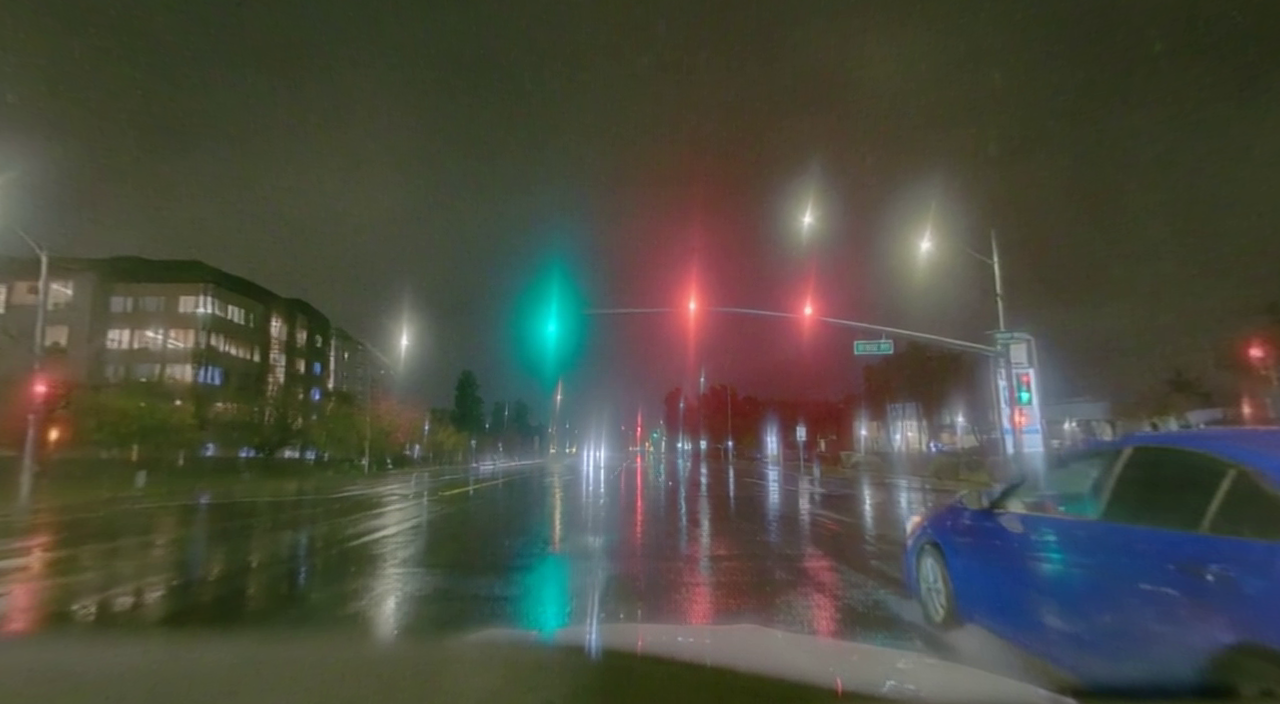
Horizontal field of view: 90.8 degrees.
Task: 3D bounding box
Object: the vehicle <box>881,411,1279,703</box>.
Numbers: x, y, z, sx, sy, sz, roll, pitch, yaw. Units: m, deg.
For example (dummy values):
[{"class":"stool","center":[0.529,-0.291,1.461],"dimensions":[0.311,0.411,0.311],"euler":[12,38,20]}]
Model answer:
[{"class":"vehicle","center":[3.076,1.070,3.007],"dimensions":[2.015,1.455,4.615],"euler":[0,-9,0]}]
